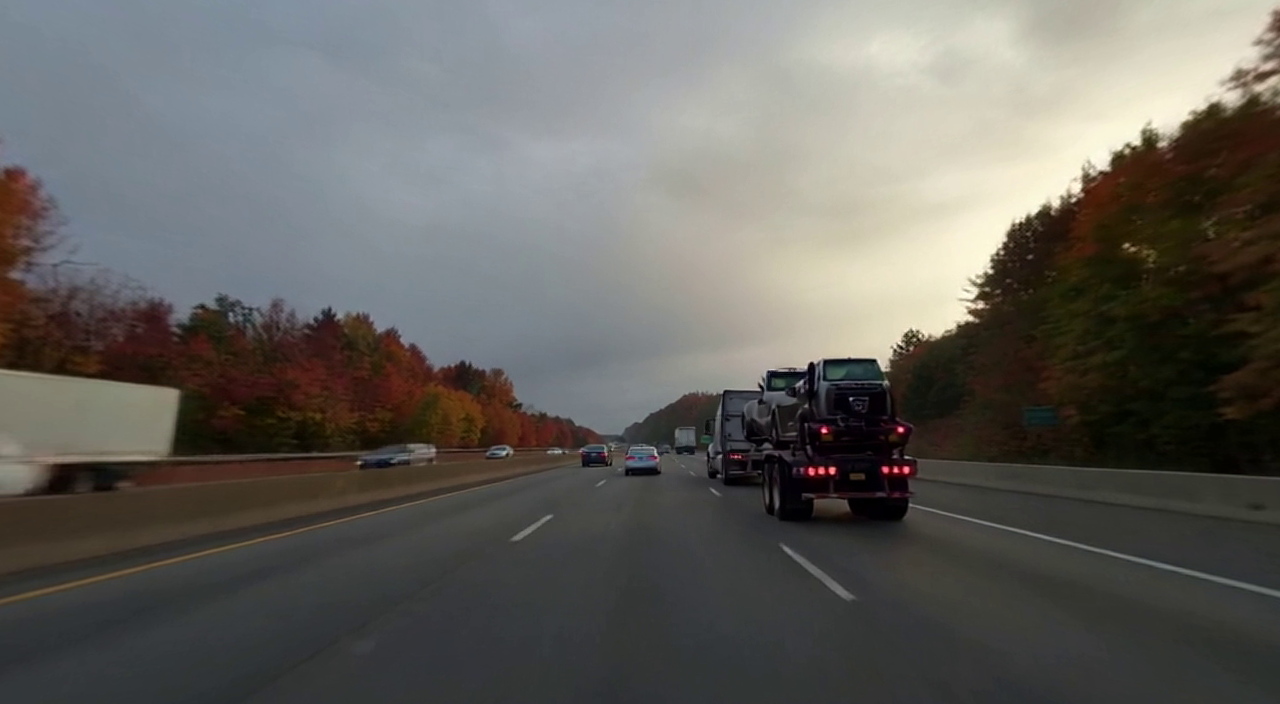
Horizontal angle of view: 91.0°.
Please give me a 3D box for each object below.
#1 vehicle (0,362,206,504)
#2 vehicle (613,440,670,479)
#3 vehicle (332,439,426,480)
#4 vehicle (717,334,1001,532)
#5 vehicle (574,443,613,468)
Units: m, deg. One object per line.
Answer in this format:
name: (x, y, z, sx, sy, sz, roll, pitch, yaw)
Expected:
vehicle: (-18.542, 2.696, 20.444, 2.838, 3.779, 7.955, 0, -8, 2)
vehicle: (0.125, 4.407, 26.104, 2.152, 1.484, 4.211, 0, -8, 2)
vehicle: (-10.598, 4.371, 25.919, 1.948, 1.535, 4.152, -1, -8, 3)
vehicle: (4.386, 2.269, 16.964, 3.150, 3.257, 13.098, 0, -8, 1)
vehicle: (-2.752, 6.198, 37.860, 1.928, 1.464, 3.706, 0, -8, 2)
